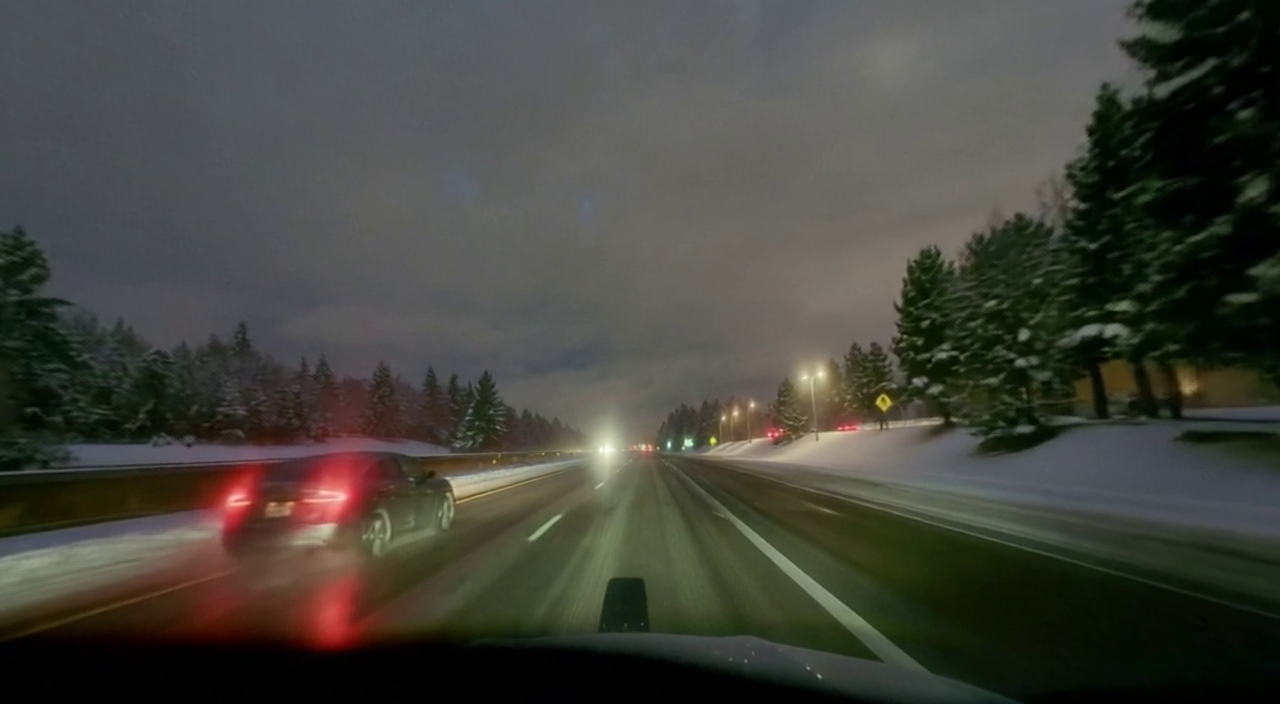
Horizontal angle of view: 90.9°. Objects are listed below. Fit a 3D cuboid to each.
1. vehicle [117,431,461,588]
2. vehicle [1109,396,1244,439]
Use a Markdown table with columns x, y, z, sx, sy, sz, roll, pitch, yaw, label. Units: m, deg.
| x | y | z | sx | sy | sz | roll | pitch | yaw | label |
| --- | --- | --- | --- | --- | --- | --- | --- | --- | --- |
| -4.105 | 1.884 | 8.470 | 2.021 | 1.526 | 4.385 | 0 | -8 | 1 | vehicle |
| 23.881 | 3.011 | 28.329 | 2.235 | 1.713 | 4.397 | 0 | -8 | 2 | vehicle |
